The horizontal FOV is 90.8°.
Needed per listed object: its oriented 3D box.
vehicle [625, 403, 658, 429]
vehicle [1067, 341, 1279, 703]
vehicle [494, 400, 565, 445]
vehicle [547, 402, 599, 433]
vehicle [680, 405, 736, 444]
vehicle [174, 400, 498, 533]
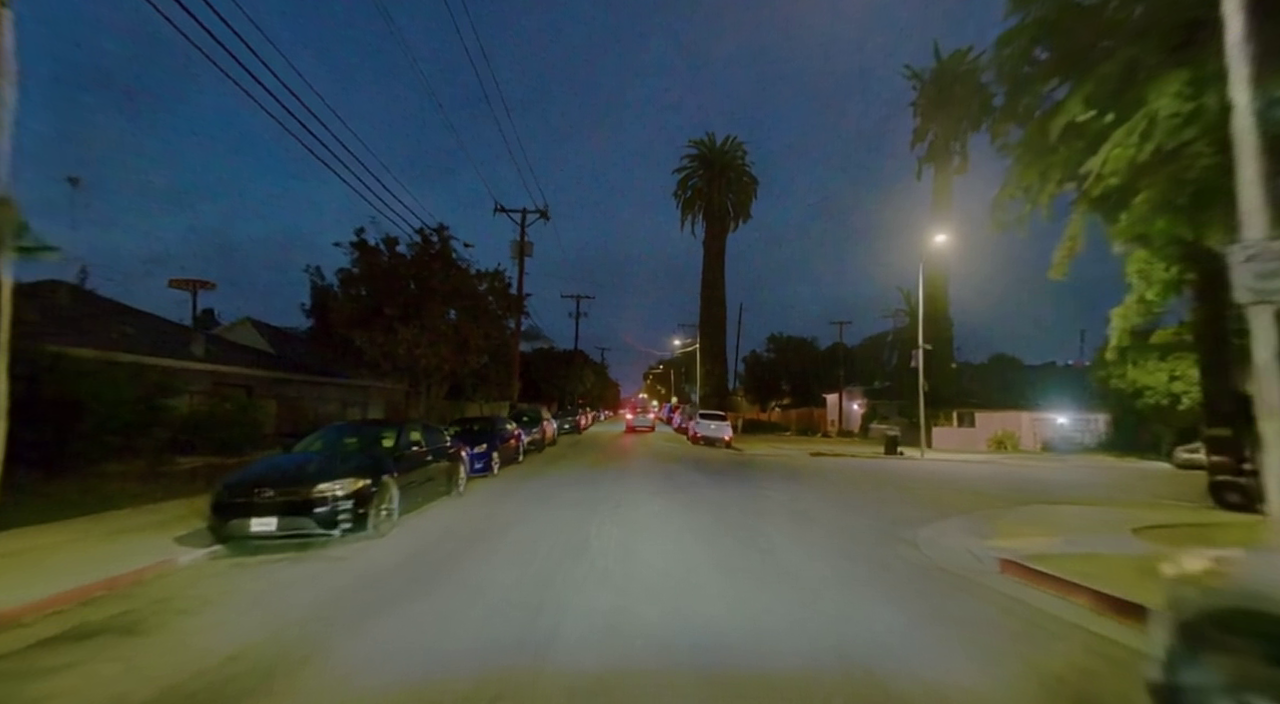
[{"bbox_3d":[0.086,4.360,42.555,2.081,1.483,4.599,0,-8,0],"label":"vehicle"},{"bbox_3d":[2.776,0.587,0.284,1.895,1.680,4.842,0,-8,2],"label":"vehicle"},{"bbox_3d":[-4.056,2.776,24.077,1.769,1.551,5.040,0,-8,0],"label":"vehicle"},{"bbox_3d":[-3.807,3.902,36.985,2.130,1.543,5.386,-1,-8,4],"label":"vehicle"},{"bbox_3d":[3.035,3.413,29.184,2.060,1.614,4.652,0,-8,0],"label":"vehicle"},{"bbox_3d":[-4.091,1.714,10.042,2.157,1.487,5.718,0,-8,2],"label":"vehicle"}]
